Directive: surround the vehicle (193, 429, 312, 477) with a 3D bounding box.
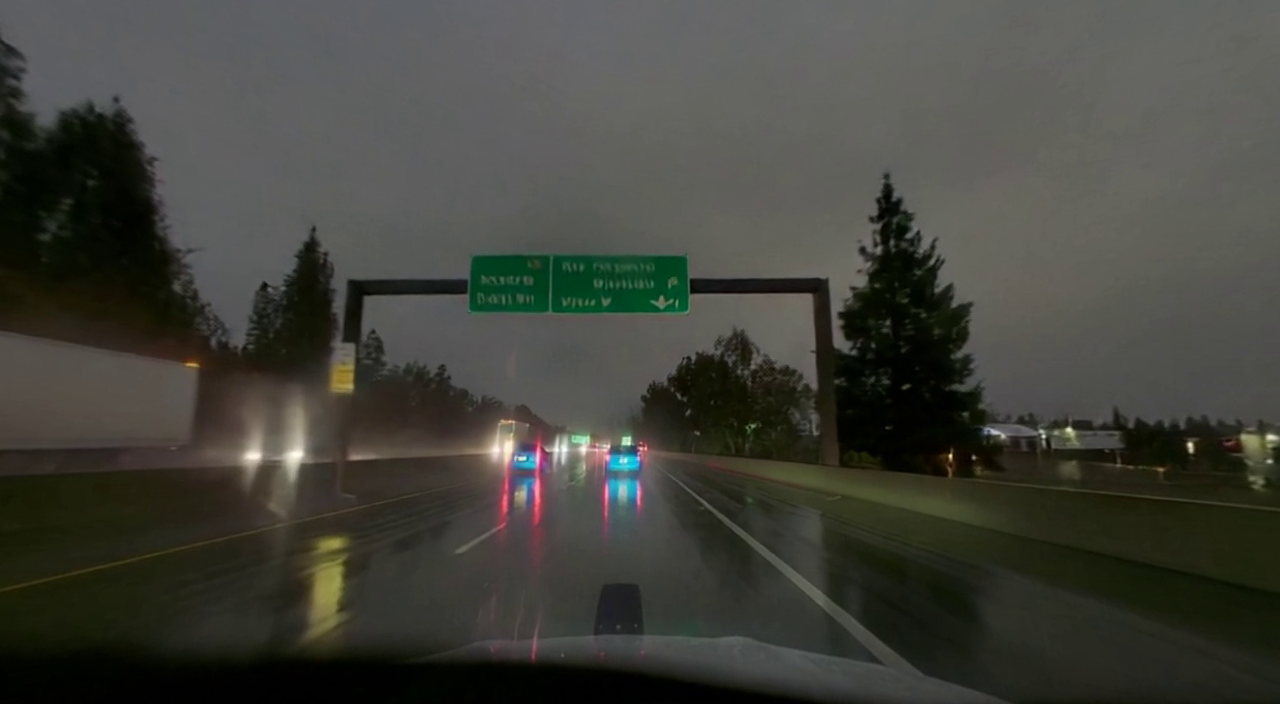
[{"bbox_3d":[-14.104,3.710,23.117,1.866,1.584,3.939,-1,-9,-1],"label":"vehicle"}]

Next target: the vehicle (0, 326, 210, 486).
[{"bbox_3d":[-17.830,1.504,16.750,2.895,4.041,14.097,0,-9,-1],"label":"vehicle"}]

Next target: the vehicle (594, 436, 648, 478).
[{"bbox_3d":[-0.848,4.715,28.223,2.220,1.711,4.056,0,-9,-1],"label":"vehicle"}]

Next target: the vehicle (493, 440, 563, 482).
[{"bbox_3d":[-4.647,4.597,26.655,2.103,1.588,4.709,-1,-9,0],"label":"vehicle"}]
